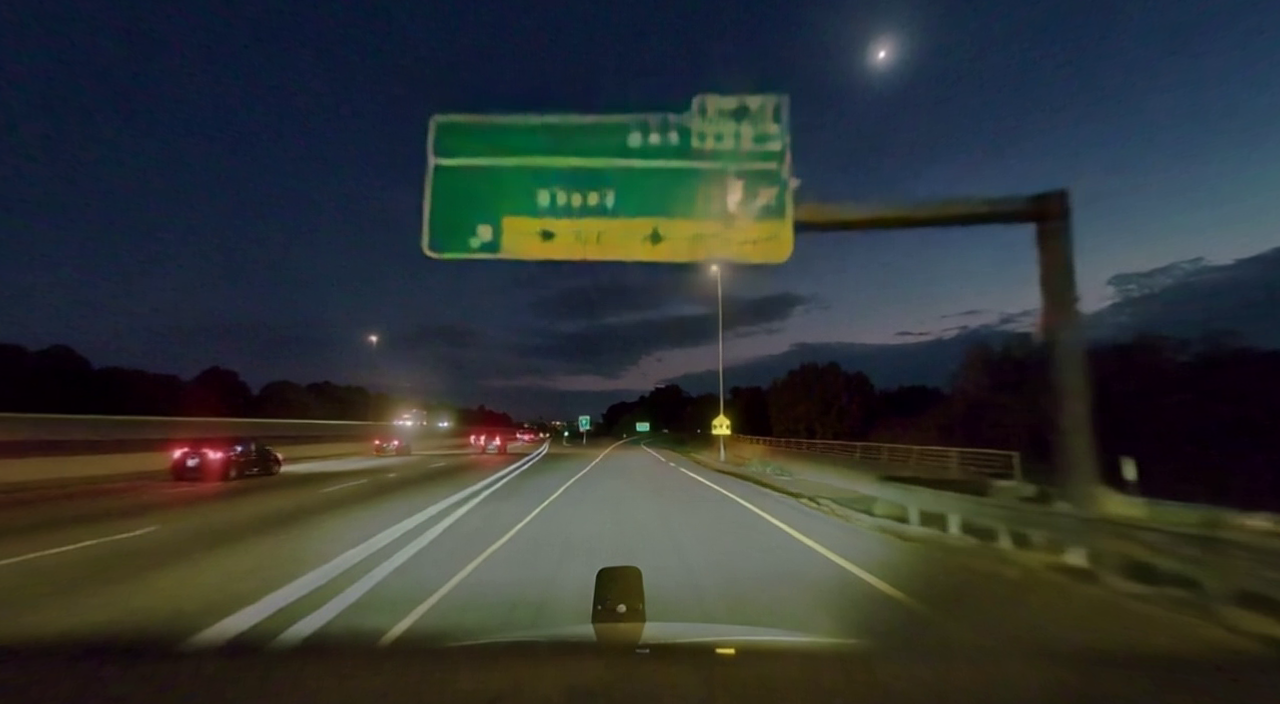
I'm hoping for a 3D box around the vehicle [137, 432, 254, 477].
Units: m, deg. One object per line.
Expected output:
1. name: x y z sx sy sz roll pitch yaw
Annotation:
1. vehicle: -18.739 4.351 26.824 2.093 1.735 4.285 1 -9 -5
